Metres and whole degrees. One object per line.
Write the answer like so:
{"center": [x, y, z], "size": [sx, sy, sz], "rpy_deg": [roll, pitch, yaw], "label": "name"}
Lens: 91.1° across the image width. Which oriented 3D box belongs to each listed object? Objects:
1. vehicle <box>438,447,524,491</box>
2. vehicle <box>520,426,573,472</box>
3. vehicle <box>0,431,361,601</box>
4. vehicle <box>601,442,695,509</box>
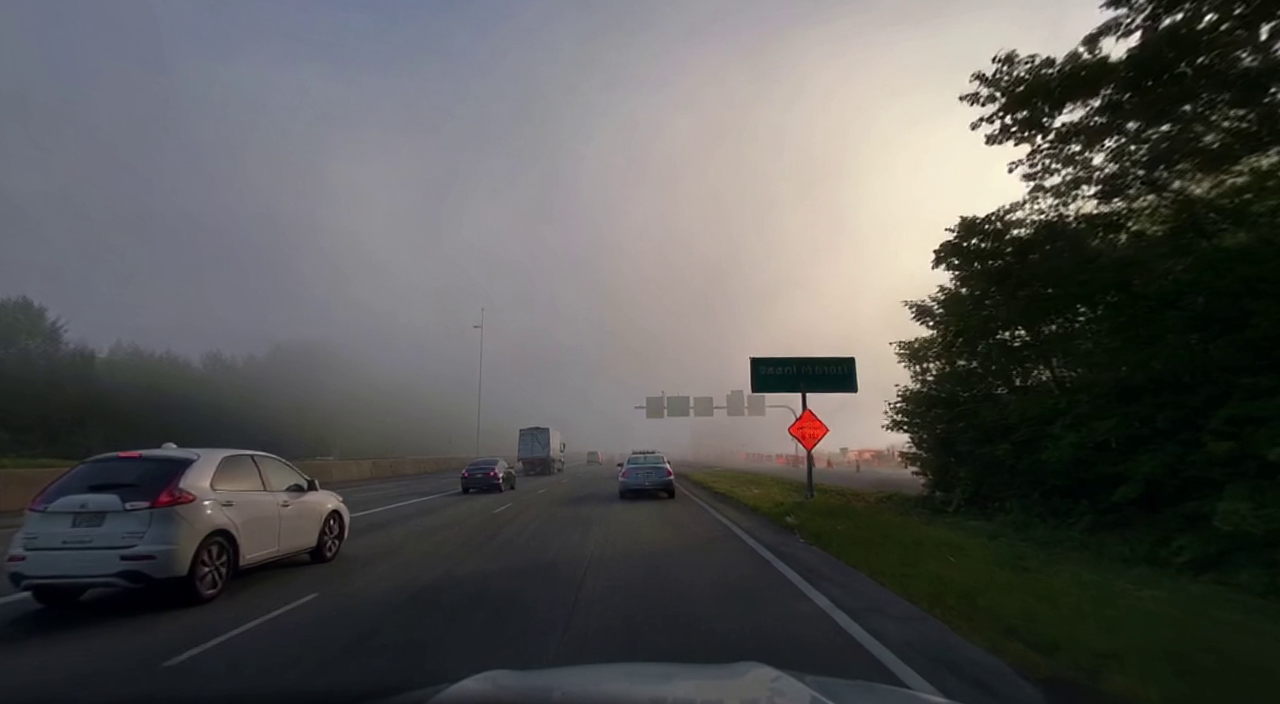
{"center": [-5.605, 4.170, 22.677], "size": [2.063, 1.417, 4.000], "rpy_deg": [0, -9, 0], "label": "vehicle"}
{"center": [-5.859, 6.203, 40.109], "size": [2.326, 2.645, 6.249], "rpy_deg": [0, -9, 1], "label": "vehicle"}
{"center": [-5.495, 1.807, 7.902], "size": [1.892, 1.481, 4.573], "rpy_deg": [0, -9, 0], "label": "vehicle"}
{"center": [0.200, 3.027, 15.782], "size": [2.080, 1.451, 3.512], "rpy_deg": [0, -9, 1], "label": "vehicle"}
